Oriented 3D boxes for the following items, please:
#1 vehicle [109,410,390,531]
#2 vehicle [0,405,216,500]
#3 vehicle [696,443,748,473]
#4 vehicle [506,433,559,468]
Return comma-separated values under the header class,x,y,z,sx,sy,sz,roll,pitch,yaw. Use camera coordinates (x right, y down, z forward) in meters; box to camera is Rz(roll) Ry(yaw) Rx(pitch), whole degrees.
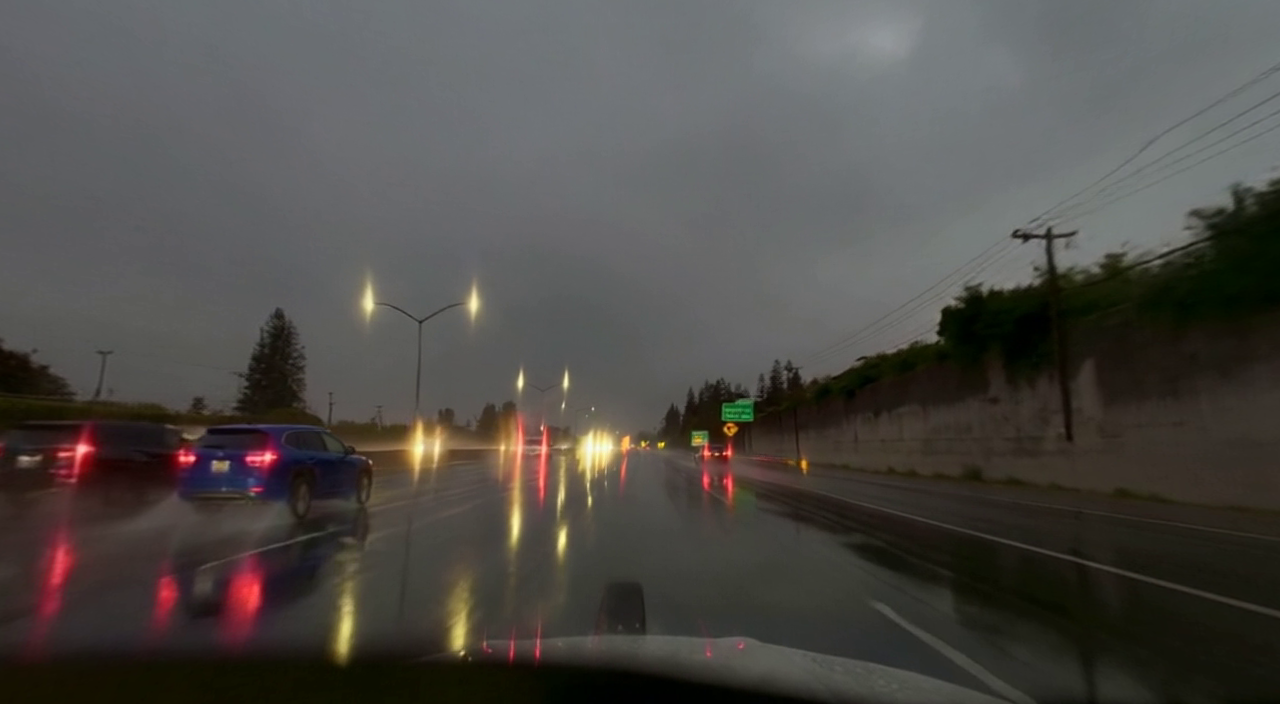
class,x,y,z,sx,sy,sz,roll,pitch,yaw
vehicle,-6.520,2.047,11.361,2.058,1.698,4.567,1,-9,1
vehicle,-13.783,2.491,15.839,2.162,1.922,5.732,1,-9,0
vehicle,4.531,5.895,35.337,2.251,1.520,4.550,1,-9,-1
vehicle,-6.327,5.875,37.648,2.255,1.934,4.868,1,-9,0
